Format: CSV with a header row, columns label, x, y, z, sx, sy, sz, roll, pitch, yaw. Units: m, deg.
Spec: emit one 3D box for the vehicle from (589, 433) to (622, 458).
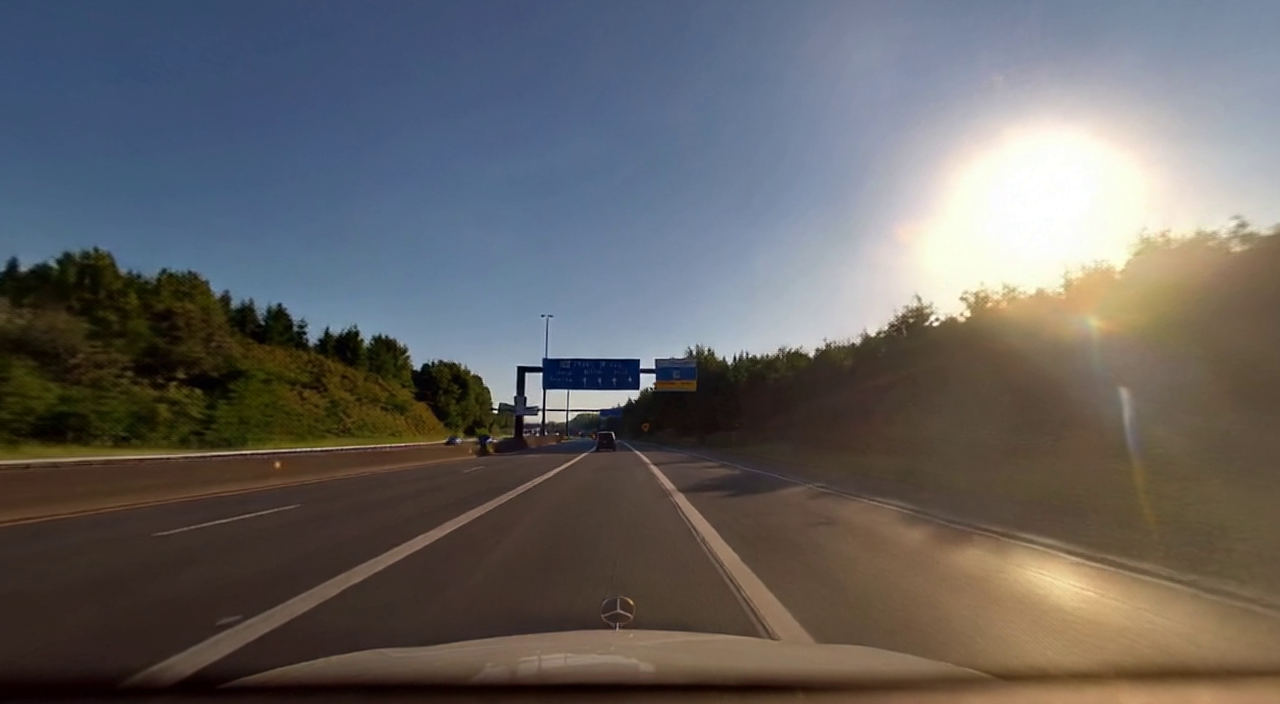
label,x,y,z,sx,sy,sz,roll,pitch,yaw
vehicle,-2.250,6.045,40.931,2.000,1.491,3.913,0,-8,-3
